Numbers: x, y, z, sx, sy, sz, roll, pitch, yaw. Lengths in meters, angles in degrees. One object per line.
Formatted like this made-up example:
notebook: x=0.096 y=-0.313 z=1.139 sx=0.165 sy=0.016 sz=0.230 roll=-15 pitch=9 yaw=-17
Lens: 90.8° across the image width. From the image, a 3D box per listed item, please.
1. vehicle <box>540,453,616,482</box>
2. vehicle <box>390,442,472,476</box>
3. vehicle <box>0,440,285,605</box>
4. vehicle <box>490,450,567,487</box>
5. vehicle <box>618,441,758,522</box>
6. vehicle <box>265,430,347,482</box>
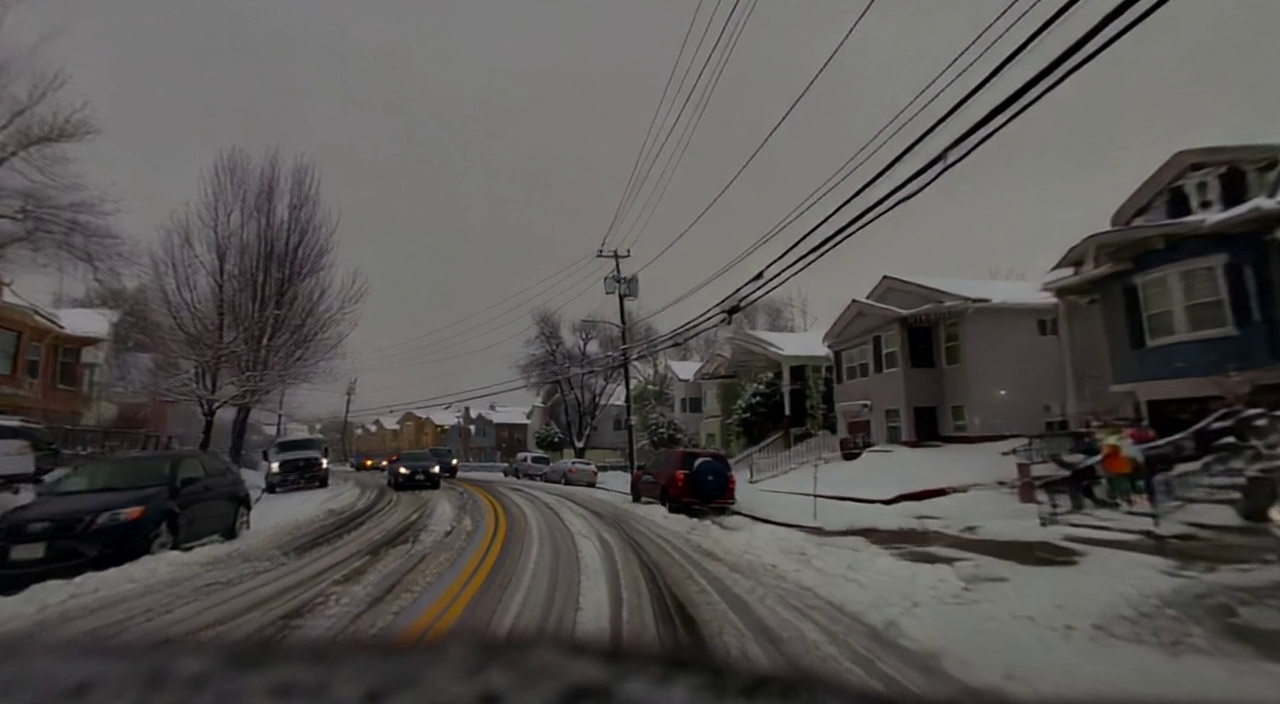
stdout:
vehicle: x=-3.704 y=6.949 z=38.263 sx=4.163 sy=1.586 sz=2.023 roll=8 pitch=-11 yaw=-43
vehicle: x=-13.768 y=6.994 z=41.448 sx=5.504 sy=1.869 sz=2.449 roll=-8 pitch=-18 yaw=42
vehicle: x=-7.023 y=2.092 z=8.793 sx=2.023 sy=1.674 sz=4.556 roll=1 pitch=-8 yaw=-8
vehicle: x=-5.514 y=5.646 z=30.798 sx=1.923 sy=1.531 sz=4.568 roll=10 pitch=-13 yaw=-32
vehicle: x=1.001 y=3.140 z=15.893 sx=1.994 sy=1.682 sz=4.750 roll=4 pitch=-9 yaw=-15
vehicle: x=-13.646 y=4.278 z=25.622 sx=2.378 sy=1.840 sz=5.389 roll=7 pitch=-13 yaw=-31
